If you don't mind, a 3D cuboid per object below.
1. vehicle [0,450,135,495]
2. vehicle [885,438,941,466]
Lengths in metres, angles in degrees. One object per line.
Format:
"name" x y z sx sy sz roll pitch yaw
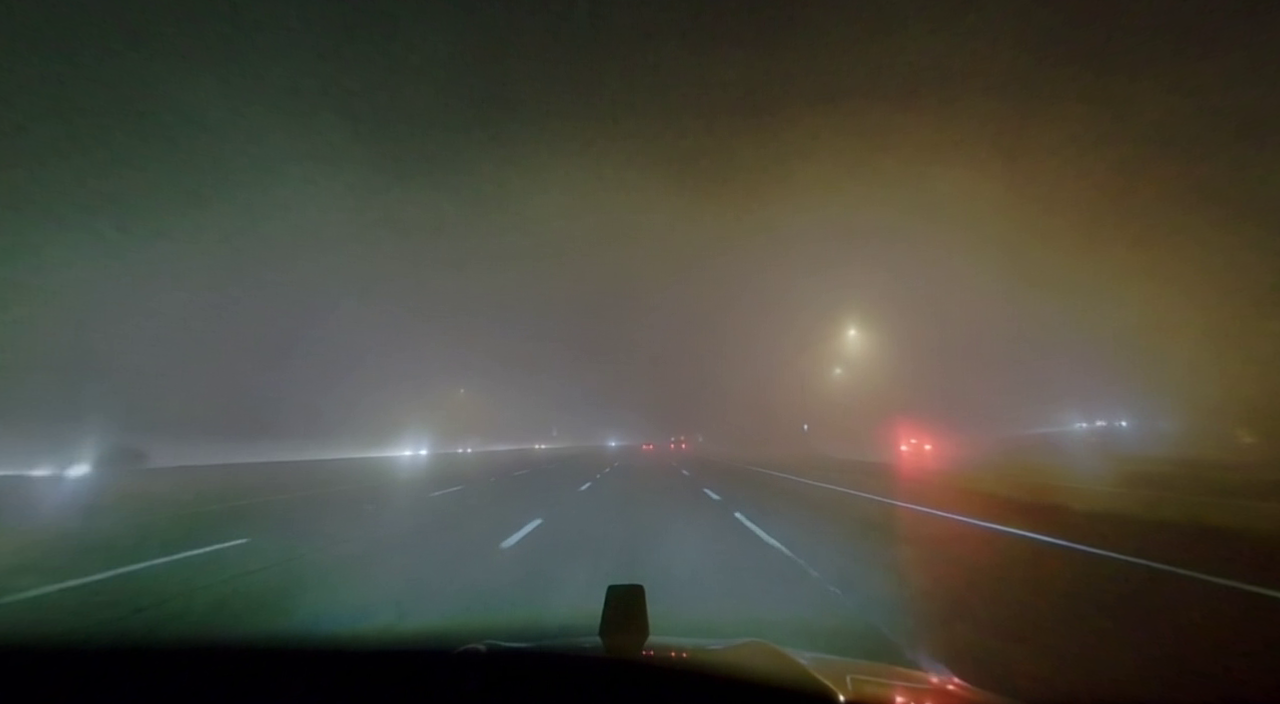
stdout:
"vehicle" -21.788 4.420 23.563 2.091 1.477 4.434 0 -8 1
"vehicle" 17.588 6.459 40.867 2.039 1.658 4.457 -1 -8 6
